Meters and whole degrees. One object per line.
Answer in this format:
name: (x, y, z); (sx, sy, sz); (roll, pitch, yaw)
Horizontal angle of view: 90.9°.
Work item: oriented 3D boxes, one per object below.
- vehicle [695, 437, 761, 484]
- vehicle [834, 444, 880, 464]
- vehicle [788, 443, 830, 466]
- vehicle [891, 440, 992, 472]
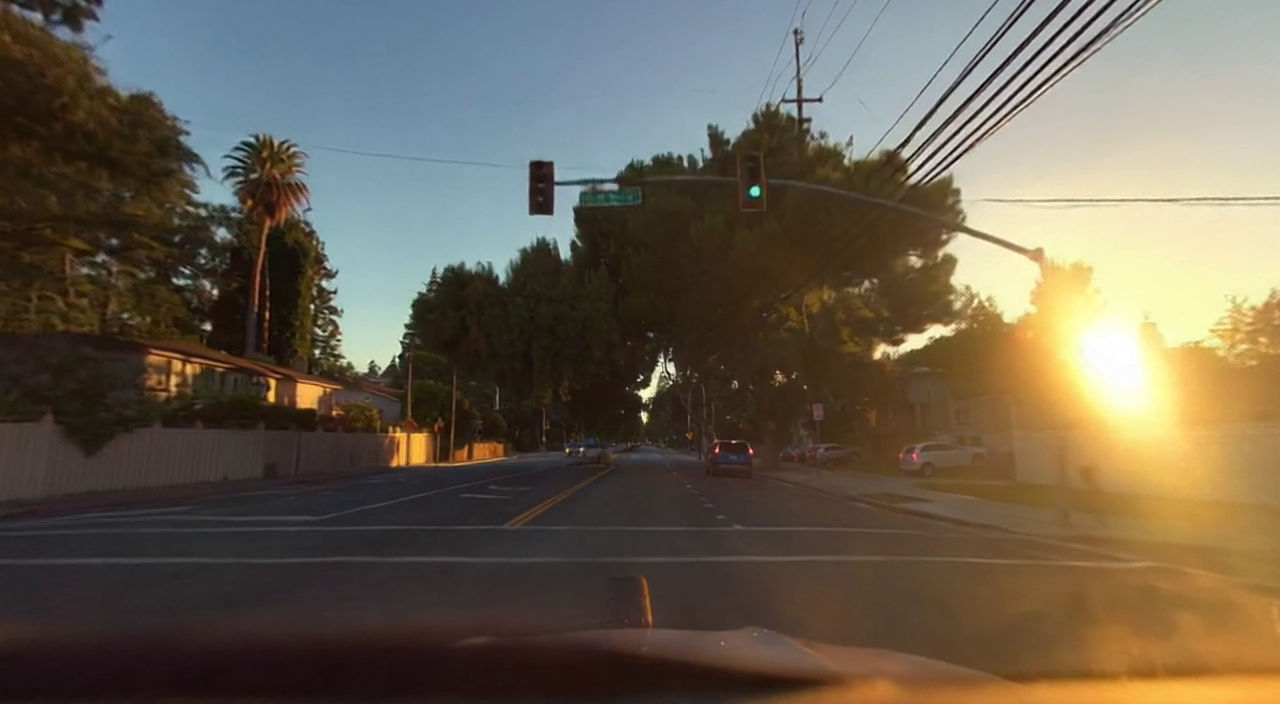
vehicle: (3.761, 4.737, 27.794); (2.144, 1.843, 4.827); (0, -9, -1)
vehicle: (16.219, 7.616, 47.288); (1.747, 1.405, 4.372); (0, -8, -2)
vehicle: (12.485, 7.566, 46.796); (1.970, 1.561, 4.725); (-1, -9, 3)
vehicle: (15.411, 5.326, 32.370); (4.135, 1.558, 1.929); (0, -8, 1)
